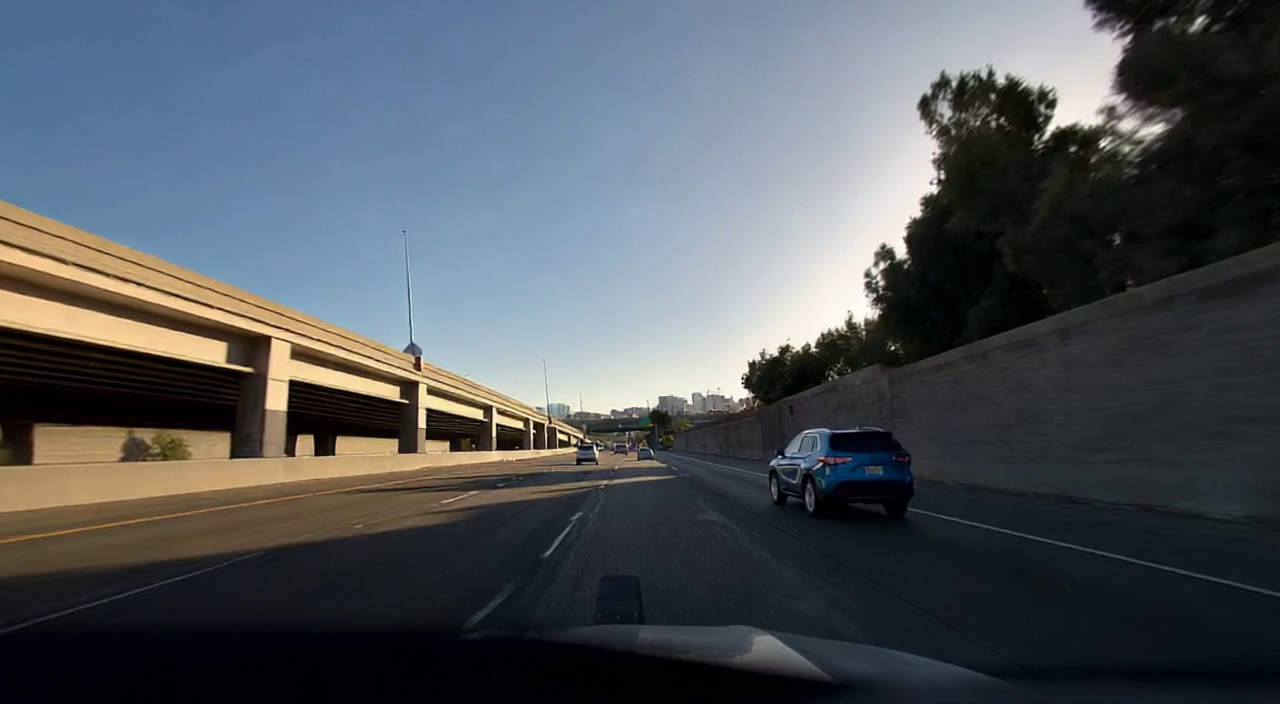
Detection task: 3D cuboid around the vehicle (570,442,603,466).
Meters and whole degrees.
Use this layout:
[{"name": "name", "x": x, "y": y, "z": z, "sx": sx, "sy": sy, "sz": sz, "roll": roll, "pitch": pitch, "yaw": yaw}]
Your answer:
[{"name": "vehicle", "x": -3.780, "y": 7.292, "z": 45.268, "sx": 2.000, "sy": 1.646, "sz": 4.201, "roll": 0, "pitch": -8, "yaw": -1}]

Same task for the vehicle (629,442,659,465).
[{"name": "vehicle", "x": 0.248, "y": 7.655, "z": 47.691, "sx": 2.132, "sy": 1.657, "sz": 3.967, "roll": 0, "pitch": -8, "yaw": -2}]

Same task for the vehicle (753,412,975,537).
[{"name": "vehicle", "x": 3.803, "y": 2.186, "z": 11.927, "sx": 2.288, "sy": 1.841, "sz": 4.779, "roll": 0, "pitch": -8, "yaw": -2}]
